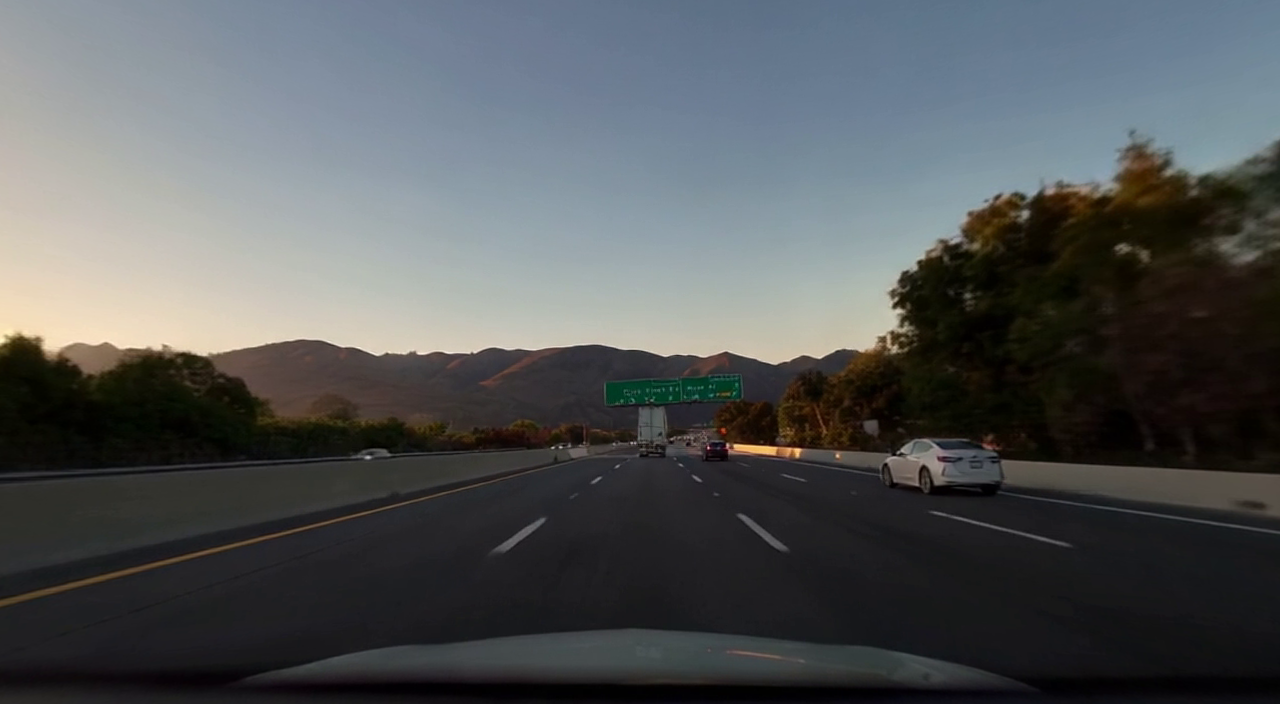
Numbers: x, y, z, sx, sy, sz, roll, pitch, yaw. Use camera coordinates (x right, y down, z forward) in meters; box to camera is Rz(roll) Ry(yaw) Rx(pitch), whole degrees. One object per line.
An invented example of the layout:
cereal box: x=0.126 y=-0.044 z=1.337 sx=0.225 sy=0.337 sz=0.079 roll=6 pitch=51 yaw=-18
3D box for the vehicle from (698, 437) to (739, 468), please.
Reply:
vehicle: x=4.467 y=5.762 z=36.313 sx=1.880 sy=1.624 sz=3.941 roll=0 pitch=-8 yaw=1

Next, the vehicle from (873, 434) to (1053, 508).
vehicle: x=7.213 y=2.677 z=14.656 sx=1.982 sy=1.440 sz=4.171 roll=0 pitch=-8 yaw=0
